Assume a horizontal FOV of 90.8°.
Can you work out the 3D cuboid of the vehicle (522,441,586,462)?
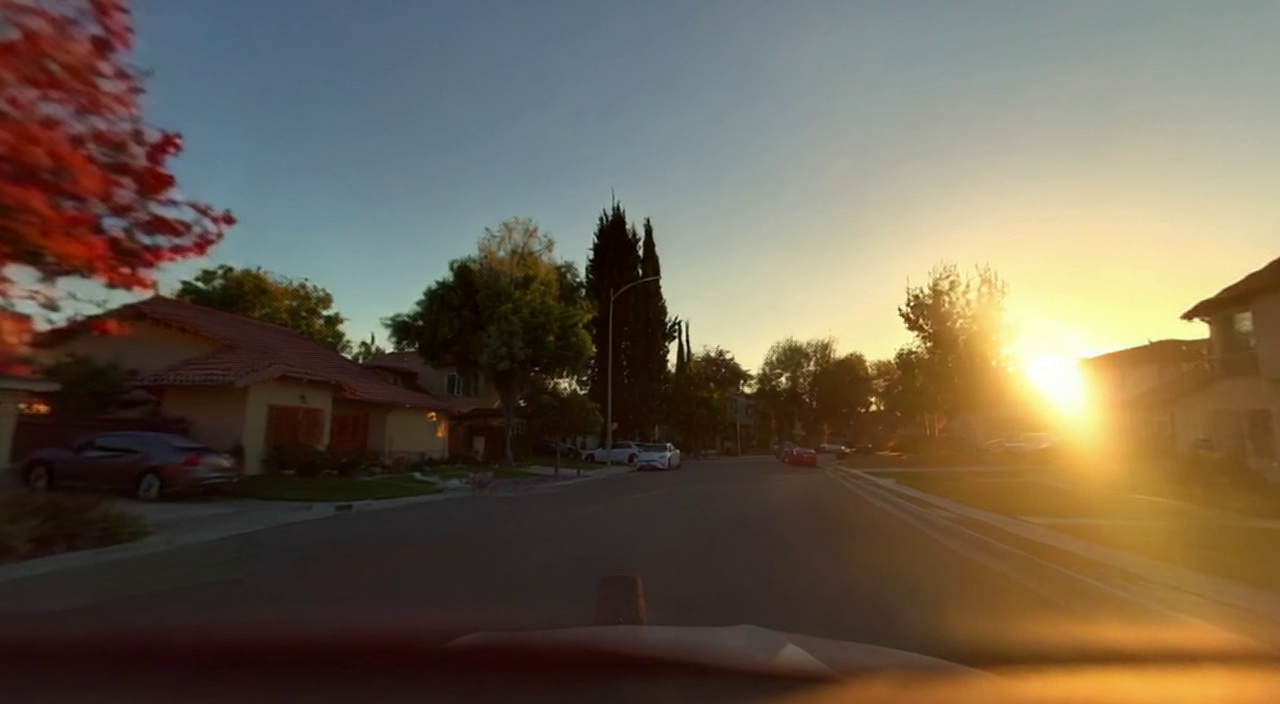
[{"bbox_3d":[-6.094,7.013,44.546,4.376,1.458,2.046,1,-8,-10],"label":"vehicle"}]

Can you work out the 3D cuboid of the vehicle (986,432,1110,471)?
[{"bbox_3d":[18.688,4.546,29.091,4.384,1.688,1.956,1,-8,-4],"label":"vehicle"}]

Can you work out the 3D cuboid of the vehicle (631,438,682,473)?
[{"bbox_3d":[1.067,6.035,37.216,2.215,1.859,4.765,-2,-8,11],"label":"vehicle"}]
